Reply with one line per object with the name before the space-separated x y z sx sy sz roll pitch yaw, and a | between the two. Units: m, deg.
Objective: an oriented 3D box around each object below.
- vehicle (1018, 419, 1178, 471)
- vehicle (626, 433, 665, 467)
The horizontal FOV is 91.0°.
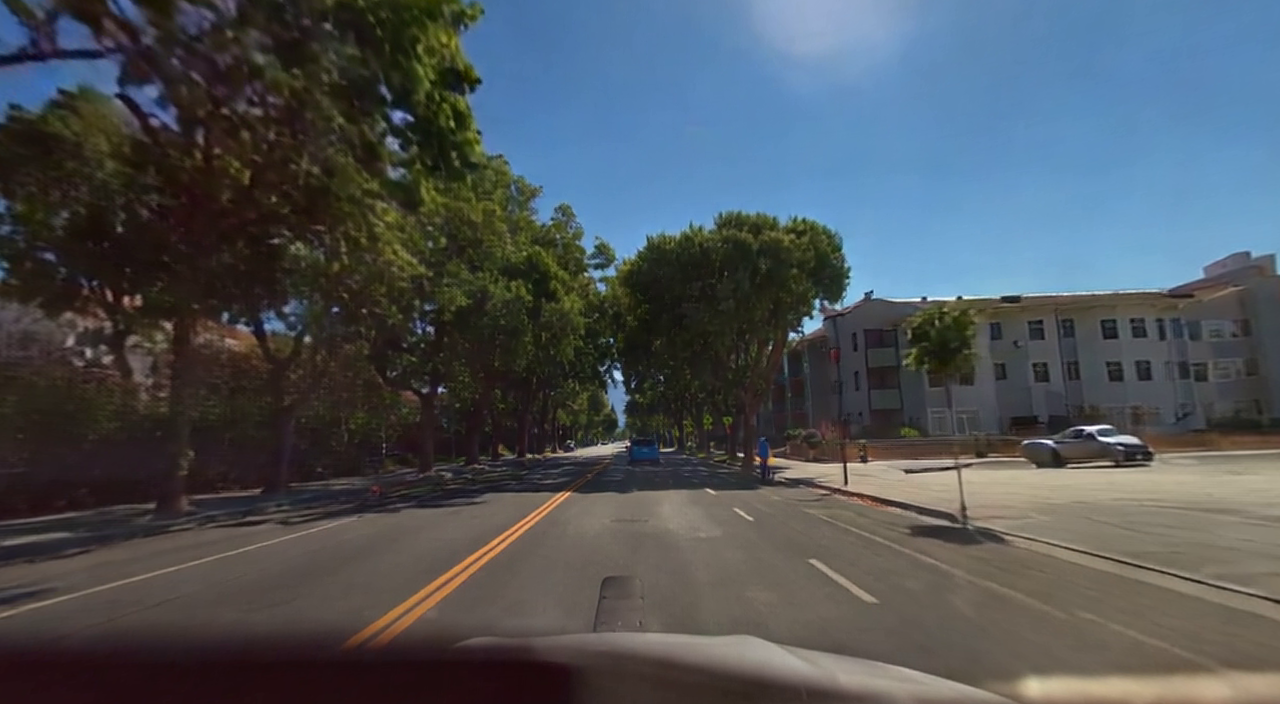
vehicle | 17.204 3.526 23.855 4.237 1.819 2.245 0 -9 0
vehicle | 0.274 5.293 34.119 1.981 1.703 3.691 0 -8 0
